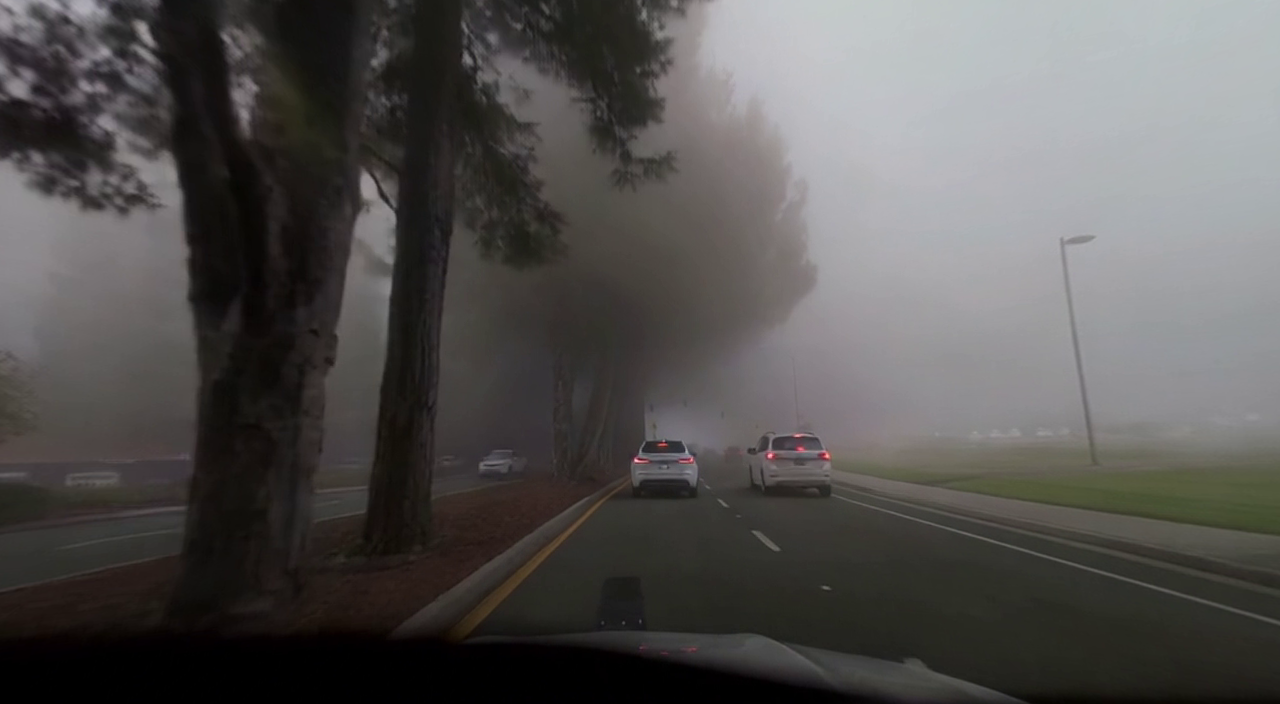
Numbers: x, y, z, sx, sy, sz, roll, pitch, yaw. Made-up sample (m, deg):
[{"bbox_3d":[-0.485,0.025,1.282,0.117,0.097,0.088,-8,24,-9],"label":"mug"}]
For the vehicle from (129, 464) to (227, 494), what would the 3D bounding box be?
[{"bbox_3d":[-27.150,7.472,37.144,4.434,1.582,1.946,-2,-8,8],"label":"vehicle"}]

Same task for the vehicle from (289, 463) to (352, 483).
[{"bbox_3d":[-25.162,9.511,49.686,4.011,1.473,1.913,-2,-8,11],"label":"vehicle"}]

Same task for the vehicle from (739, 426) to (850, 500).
[{"bbox_3d":[4.268,3.148,18.393,1.953,1.818,5.299,-1,-8,1],"label":"vehicle"}]

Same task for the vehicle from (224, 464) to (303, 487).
[{"bbox_3d":[-26.563,8.708,44.586,4.366,1.486,2.072,-1,-8,6],"label":"vehicle"}]

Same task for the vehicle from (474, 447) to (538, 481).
[{"bbox_3d":[-6.547,5.550,31.290,1.773,1.449,4.322,-6,-10,6],"label":"vehicle"}]

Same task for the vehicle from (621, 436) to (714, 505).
[{"bbox_3d":[0.715,3.085,16.859,2.154,1.585,3.997,-1,-8,2],"label":"vehicle"}]
